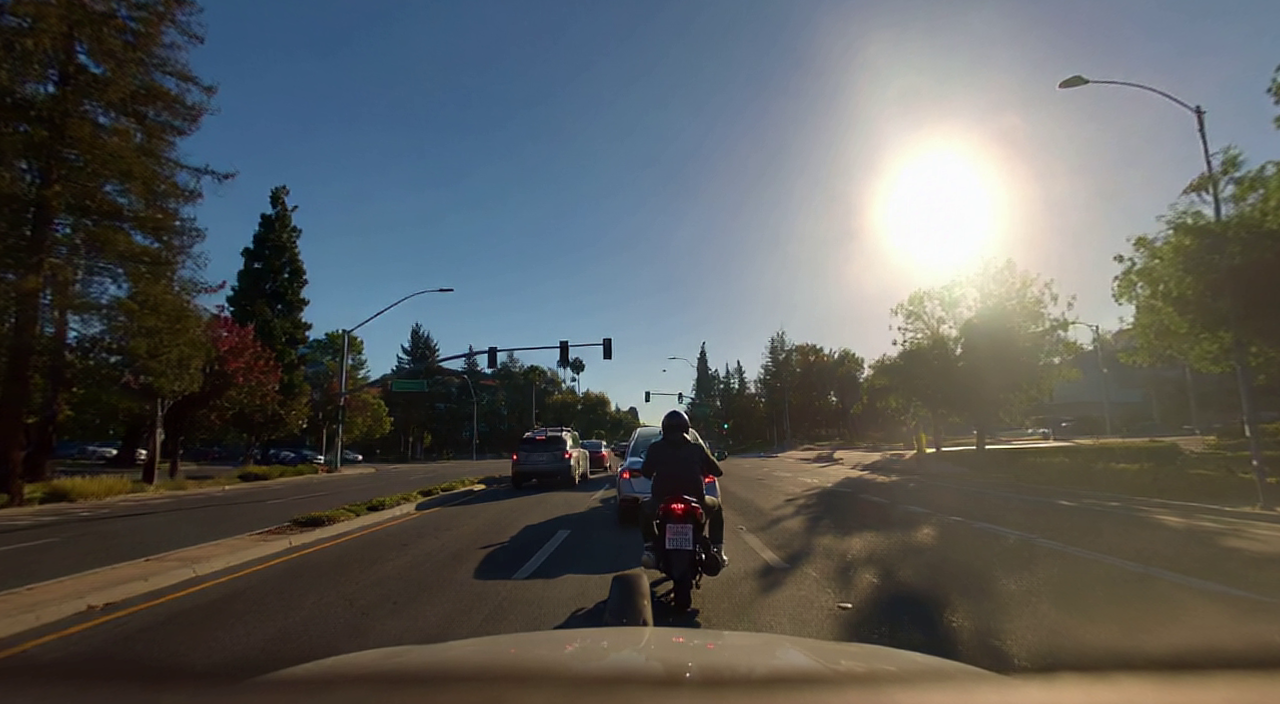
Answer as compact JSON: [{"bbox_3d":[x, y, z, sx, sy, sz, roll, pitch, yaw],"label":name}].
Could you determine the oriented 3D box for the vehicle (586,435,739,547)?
[{"bbox_3d":[0.326,2.168,10.658,2.009,1.450,4.608,-1,-8,1],"label":"vehicle"}]

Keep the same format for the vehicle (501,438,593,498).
[{"bbox_3d":[-2.550,3.280,18.258,1.979,1.499,3.840,-1,-8,2],"label":"vehicle"}]
